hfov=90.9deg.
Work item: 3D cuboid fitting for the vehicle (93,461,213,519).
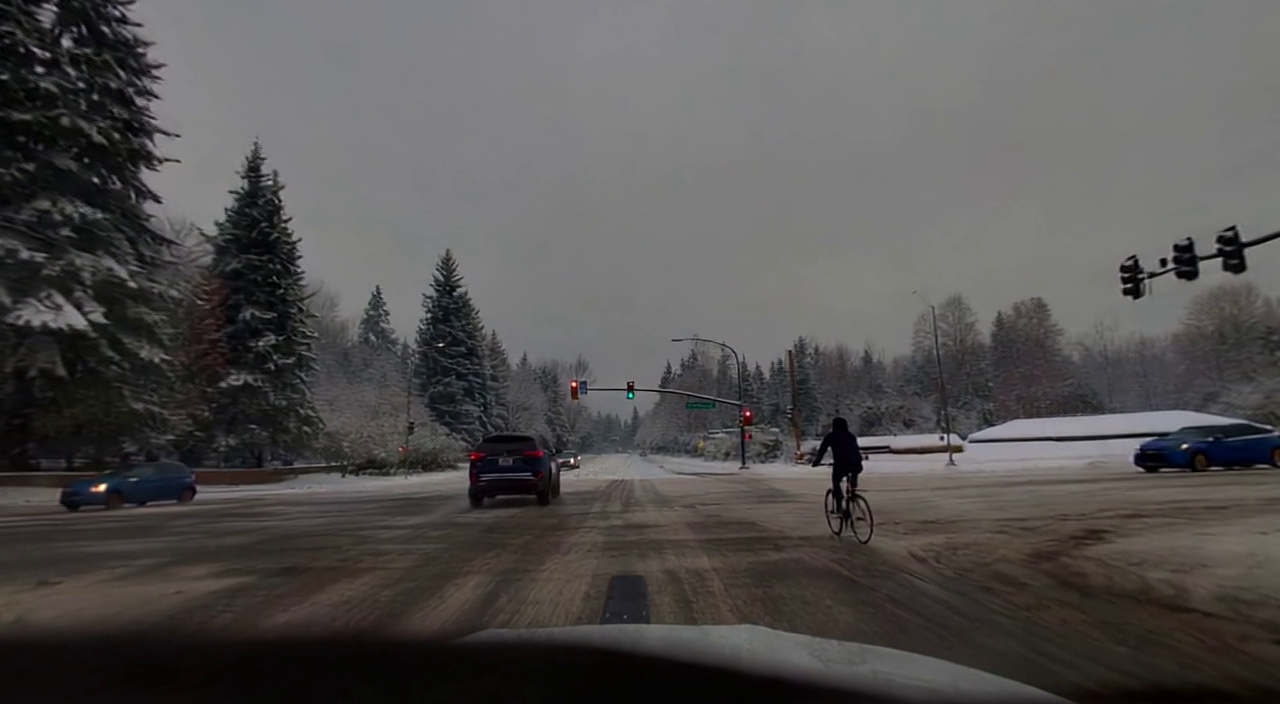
[{"bbox_3d":[-14.913,4.178,19.614,2.171,1.474,4.513,5,-10,-28],"label":"vehicle"}]

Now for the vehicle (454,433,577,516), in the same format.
[{"bbox_3d":[-2.904,2.967,15.872,2.049,1.756,4.602,0,-8,1],"label":"vehicle"}]

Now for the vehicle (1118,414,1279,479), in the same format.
[{"bbox_3d":[19.066,3.185,21.269,4.237,1.948,1.997,-1,-10,-8],"label":"vehicle"}]
